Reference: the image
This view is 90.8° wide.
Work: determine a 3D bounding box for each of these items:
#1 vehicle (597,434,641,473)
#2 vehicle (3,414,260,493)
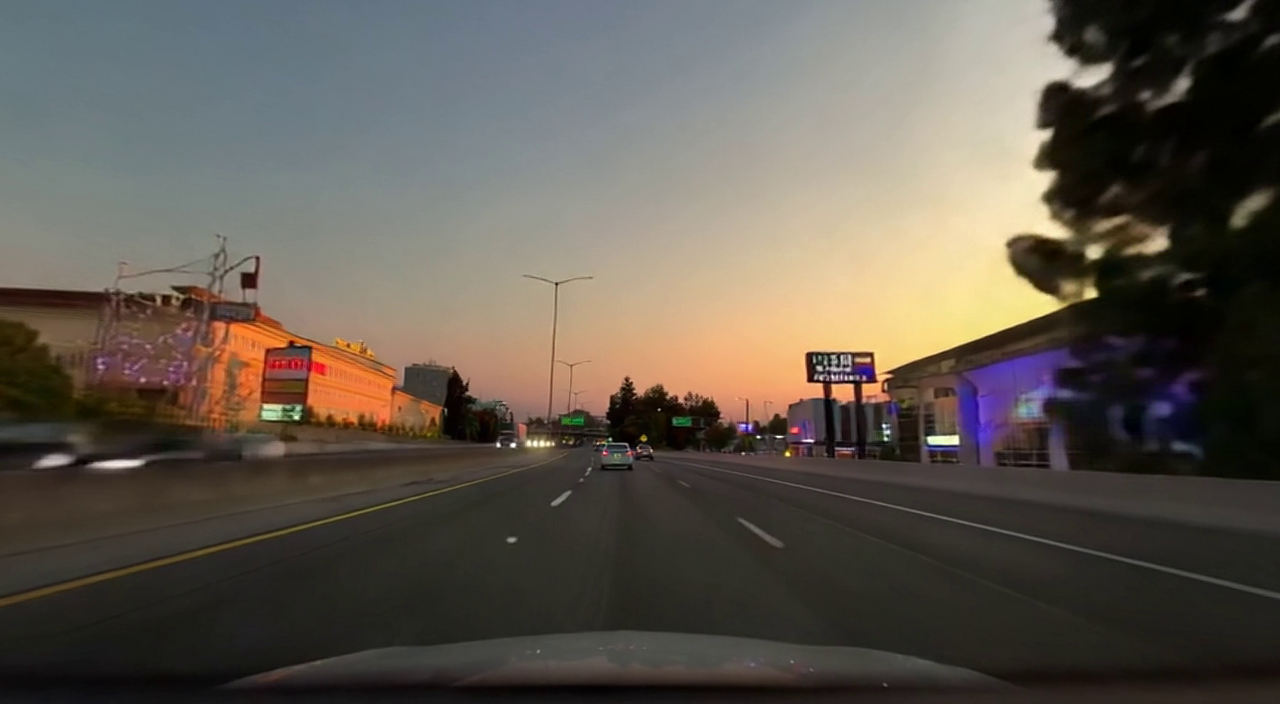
[{"bbox_3d":[-1.152,5.279,33.050,2.155,1.856,4.796,1,-9,-3],"label":"vehicle"},{"bbox_3d":[-11.285,2.331,14.637,2.073,1.508,4.703,0,-9,-1],"label":"vehicle"}]
